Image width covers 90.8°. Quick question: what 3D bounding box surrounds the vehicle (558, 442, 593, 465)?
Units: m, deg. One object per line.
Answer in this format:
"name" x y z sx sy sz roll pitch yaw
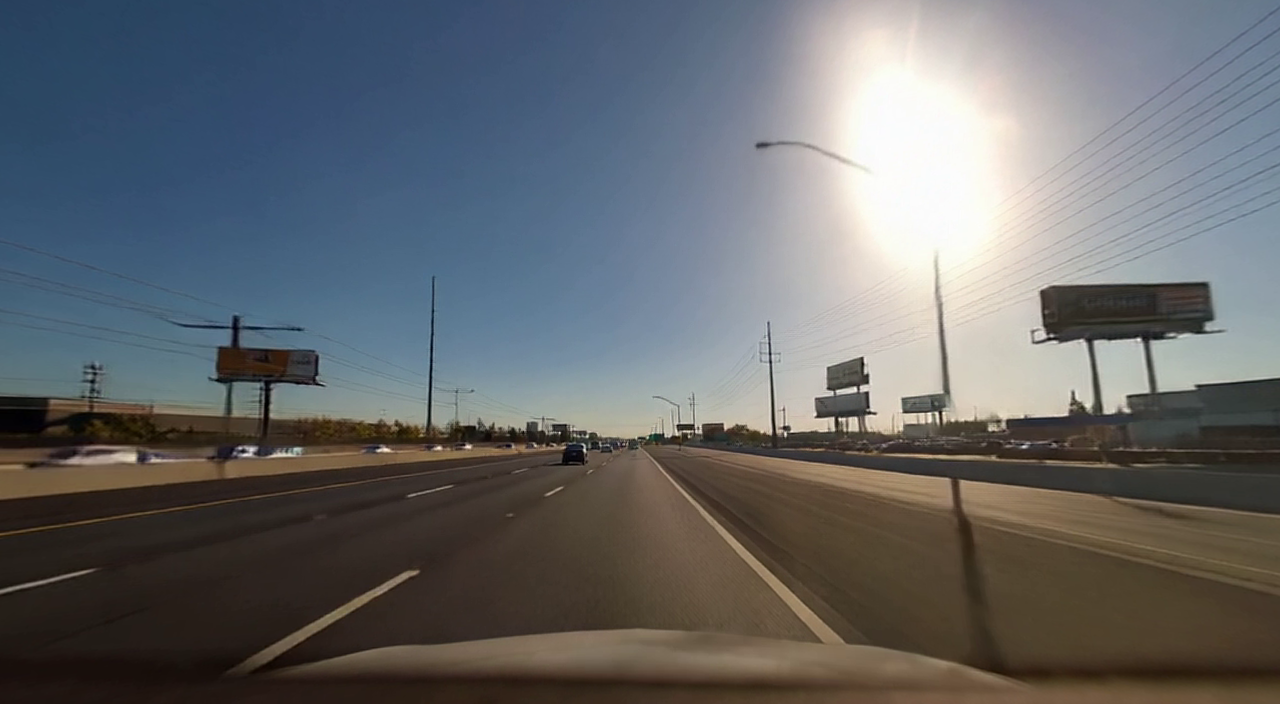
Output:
"vehicle" -4.272 6.807 42.462 1.940 1.479 4.545 0 -9 -1

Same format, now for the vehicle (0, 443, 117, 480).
"vehicle" -29.448 5.502 32.025 1.975 1.687 4.555 0 -8 0

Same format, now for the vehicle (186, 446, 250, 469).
"vehicle" -32.932 8.194 49.445 1.899 1.687 4.484 0 -9 0
